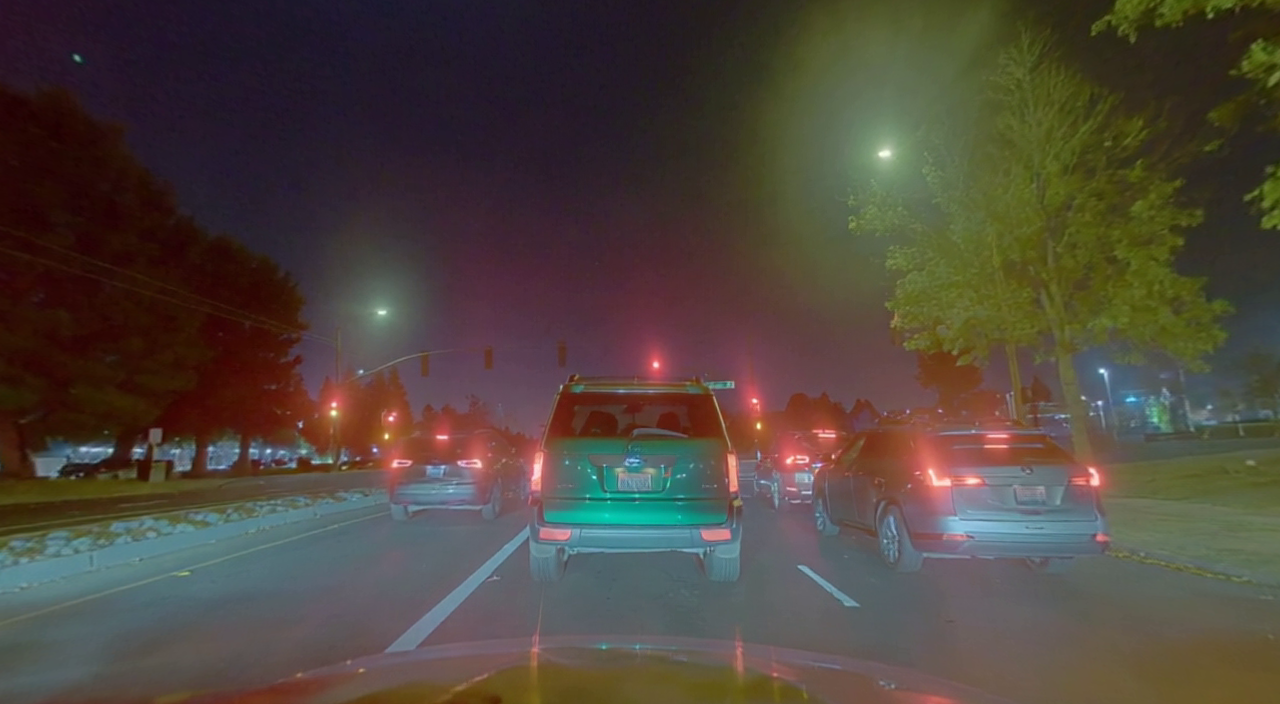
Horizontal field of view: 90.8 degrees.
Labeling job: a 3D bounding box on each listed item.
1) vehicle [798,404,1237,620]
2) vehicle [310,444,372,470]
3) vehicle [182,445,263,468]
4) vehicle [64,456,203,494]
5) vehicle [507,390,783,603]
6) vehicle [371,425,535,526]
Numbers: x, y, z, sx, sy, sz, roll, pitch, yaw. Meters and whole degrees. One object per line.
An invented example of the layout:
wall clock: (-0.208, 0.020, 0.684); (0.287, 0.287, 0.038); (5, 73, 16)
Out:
vehicle: (3.467, 1.557, 7.098); (2.202, 1.657, 4.298); (0, -9, -1)
vehicle: (-22.131, 7.783, 47.055); (1.993, 1.844, 5.316); (0, -8, 0)
vehicle: (-29.985, 7.506, 45.465); (4.403, 1.532, 1.914); (0, -8, -3)
vehicle: (-22.358, 5.423, 28.193); (2.312, 1.443, 4.684); (0, -9, 1)
vehicle: (0.017, 1.492, 7.281); (2.294, 1.761, 3.857); (0, -9, -1)
vehicle: (-3.405, 2.325, 12.436); (1.961, 1.639, 4.064); (0, -9, 0)
